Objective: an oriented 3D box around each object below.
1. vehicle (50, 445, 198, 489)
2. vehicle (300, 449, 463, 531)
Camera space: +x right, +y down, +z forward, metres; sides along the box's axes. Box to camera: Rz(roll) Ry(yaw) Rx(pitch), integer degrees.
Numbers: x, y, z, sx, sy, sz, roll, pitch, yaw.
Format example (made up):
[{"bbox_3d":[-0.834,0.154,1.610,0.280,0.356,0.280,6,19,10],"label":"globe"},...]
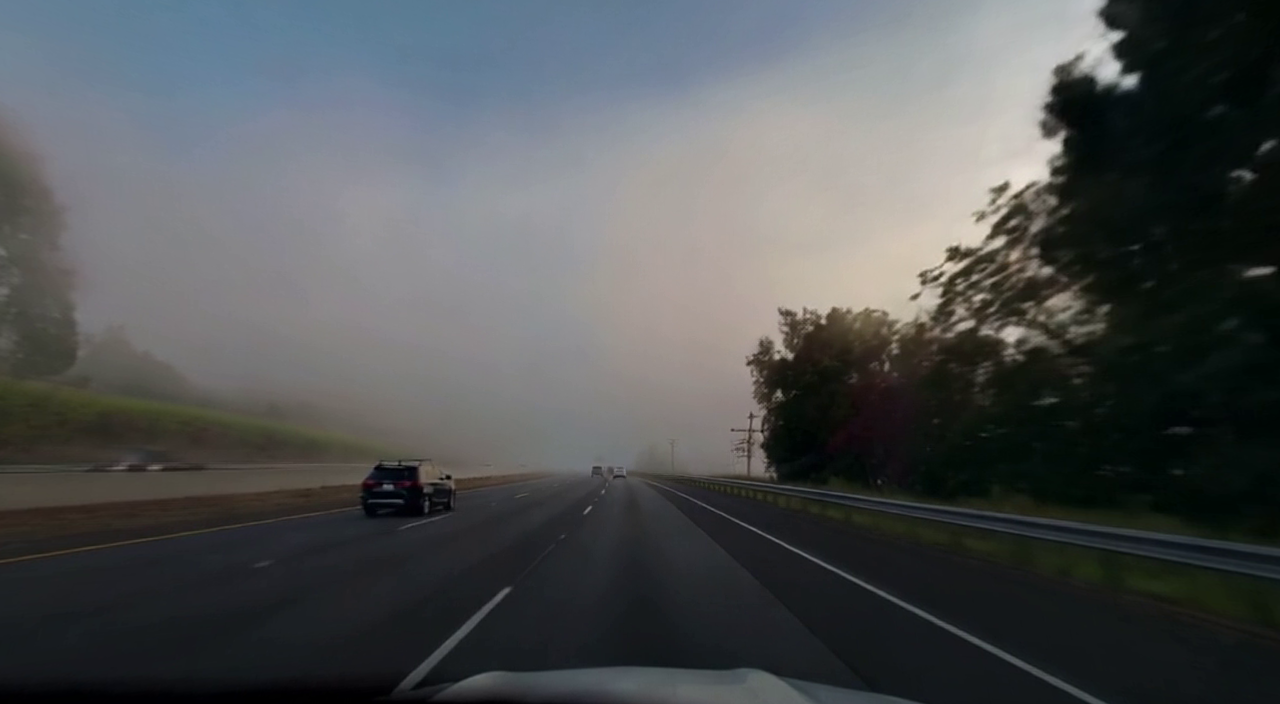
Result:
[{"bbox_3d":[-19.891,4.503,24.630,2.002,1.530,4.517,1,-10,-2],"label":"vehicle"},{"bbox_3d":[-6.224,3.396,15.897,2.194,1.704,4.421,1,-10,0],"label":"vehicle"}]
